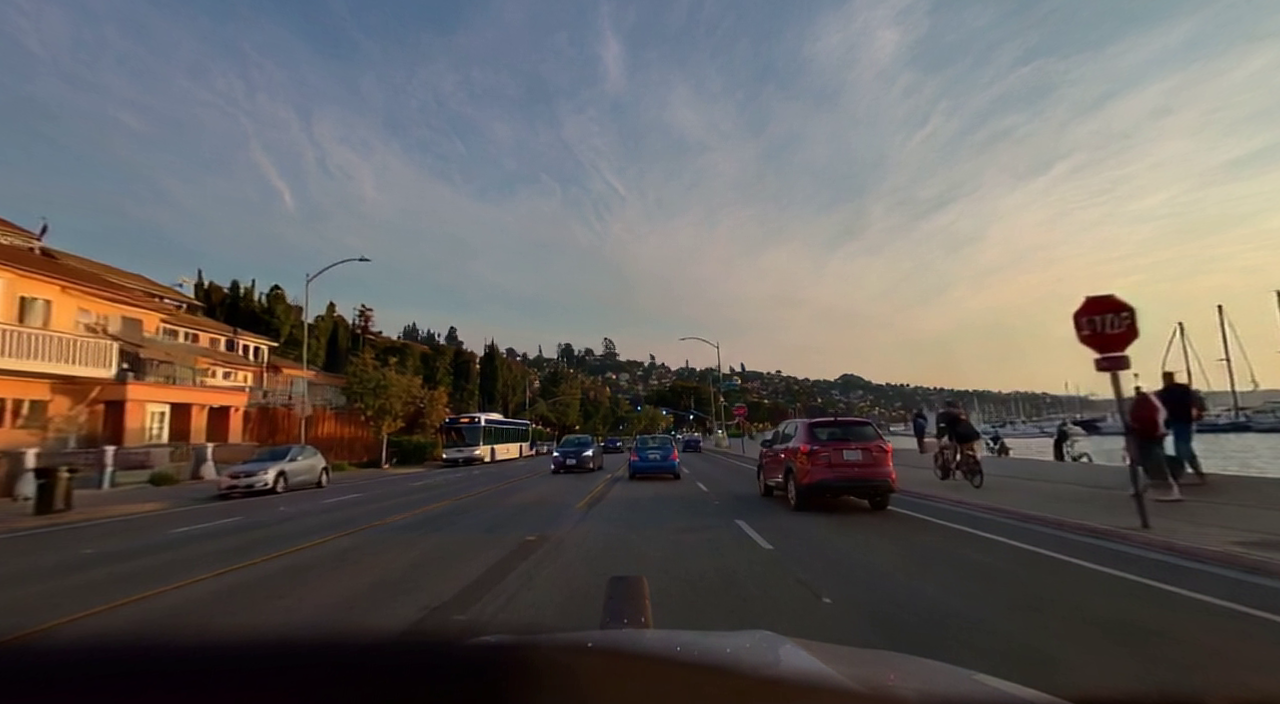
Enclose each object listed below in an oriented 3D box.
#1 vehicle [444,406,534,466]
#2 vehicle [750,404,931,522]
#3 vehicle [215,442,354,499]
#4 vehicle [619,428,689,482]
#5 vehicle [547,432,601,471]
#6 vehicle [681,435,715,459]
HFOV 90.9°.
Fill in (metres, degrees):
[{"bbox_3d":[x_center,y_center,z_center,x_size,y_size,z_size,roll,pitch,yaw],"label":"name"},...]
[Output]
[{"bbox_3d":[-9.473,5.531,40.895,2.995,3.421,9.259,-1,-9,3],"label":"vehicle"},{"bbox_3d":[3.504,2.050,12.065,2.000,1.809,4.405,0,-9,0],"label":"vehicle"},{"bbox_3d":[-10.394,3.470,18.801,1.731,1.489,3.841,-1,-9,3],"label":"vehicle"},{"bbox_3d":[0.410,3.435,21.166,2.132,1.632,3.838,0,-9,0],"label":"vehicle"},{"bbox_3d":[-2.953,4.574,29.158,1.929,1.648,4.114,-1,-9,2],"label":"vehicle"},{"bbox_3d":[3.965,6.579,43.655,1.876,1.626,3.851,0,-9,-1],"label":"vehicle"}]
